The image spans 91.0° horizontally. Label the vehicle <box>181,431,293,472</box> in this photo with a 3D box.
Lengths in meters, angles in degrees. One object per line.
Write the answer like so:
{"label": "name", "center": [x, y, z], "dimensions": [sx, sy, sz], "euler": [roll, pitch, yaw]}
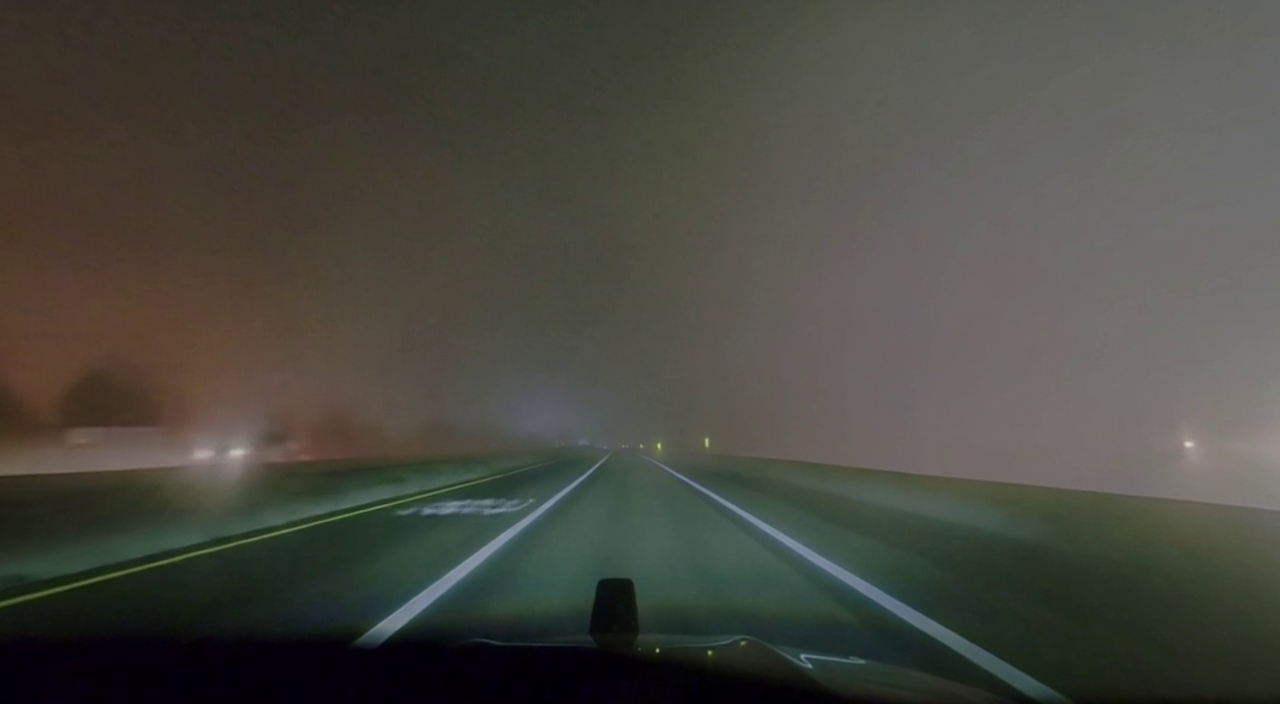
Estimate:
{"label": "vehicle", "center": [-16.795, 4.154, 26.510], "dimensions": [1.877, 1.573, 4.360], "euler": [0, -8, -1]}
